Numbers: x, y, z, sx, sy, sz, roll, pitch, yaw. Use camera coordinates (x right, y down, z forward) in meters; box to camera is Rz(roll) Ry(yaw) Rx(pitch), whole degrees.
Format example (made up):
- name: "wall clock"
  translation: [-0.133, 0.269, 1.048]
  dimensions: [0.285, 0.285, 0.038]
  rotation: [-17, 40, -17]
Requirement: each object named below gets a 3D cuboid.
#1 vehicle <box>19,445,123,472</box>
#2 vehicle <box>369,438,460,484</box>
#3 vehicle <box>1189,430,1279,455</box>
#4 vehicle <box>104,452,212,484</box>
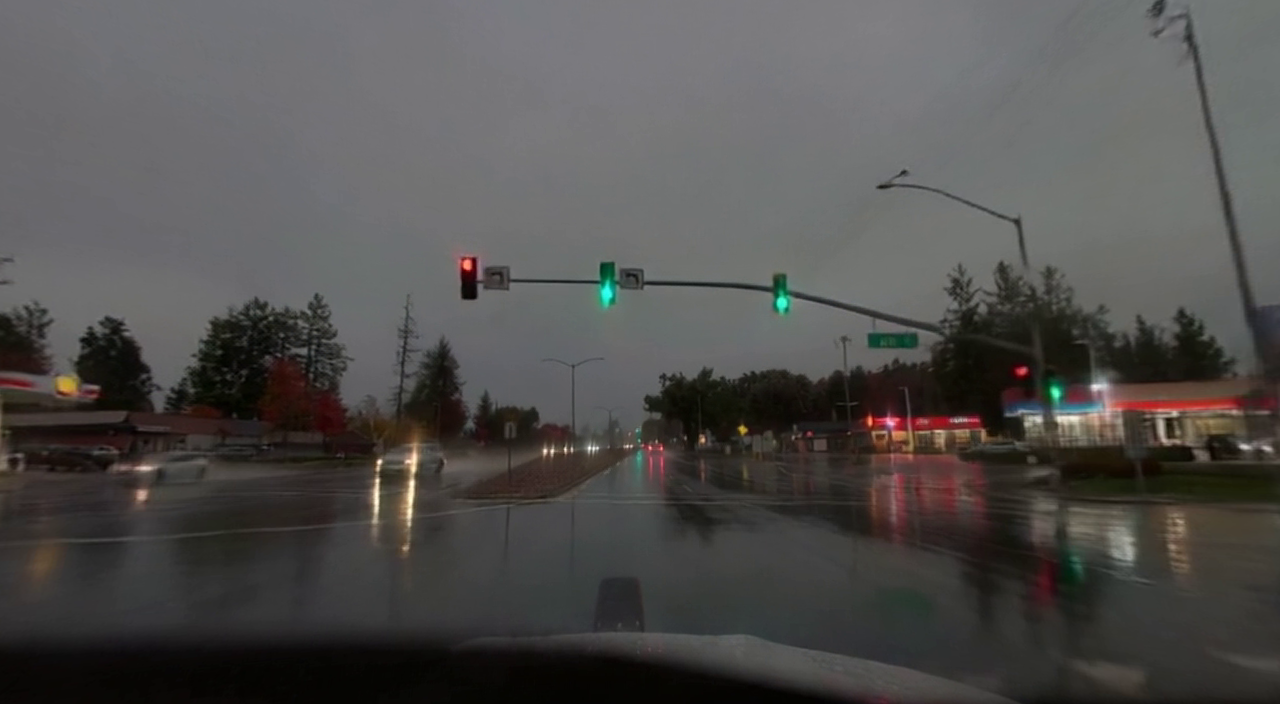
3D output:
- name: "vehicle"
  translation: [-43.904, 8.207, 48.987]
  dimensions: [2.394, 1.887, 5.679]
  rotation: [-1, -8, 6]
- name: "vehicle"
  translation: [-8.497, 4.175, 24.224]
  dimensions: [1.913, 1.478, 4.312]
  rotation: [-4, -10, 0]
- name: "vehicle"
  translation: [39.720, 6.076, 42.220]
  dimensions: [1.929, 1.589, 4.430]
  rotation: [0, -8, -2]
- name: "vehicle"
  translation: [-25.252, 6.090, 33.361]
  dimensions: [1.866, 1.486, 4.661]
  rotation: [0, -8, 3]
